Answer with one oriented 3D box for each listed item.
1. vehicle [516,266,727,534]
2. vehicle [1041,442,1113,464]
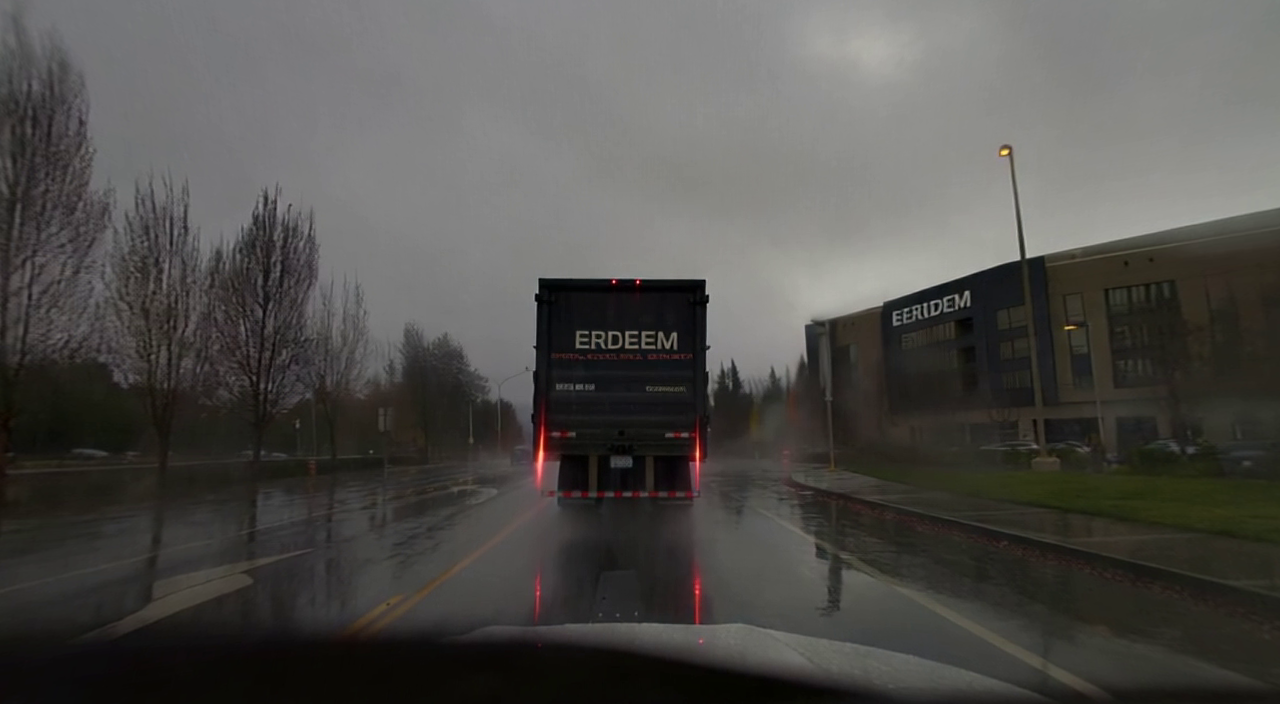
[{"bbox_3d":[-0.203,1.250,13.436,2.876,3.724,9.351,0,-8,1],"label":"vehicle"},{"bbox_3d":[31.356,7.218,45.166,1.652,1.423,3.797,5,-9,-35],"label":"vehicle"}]
